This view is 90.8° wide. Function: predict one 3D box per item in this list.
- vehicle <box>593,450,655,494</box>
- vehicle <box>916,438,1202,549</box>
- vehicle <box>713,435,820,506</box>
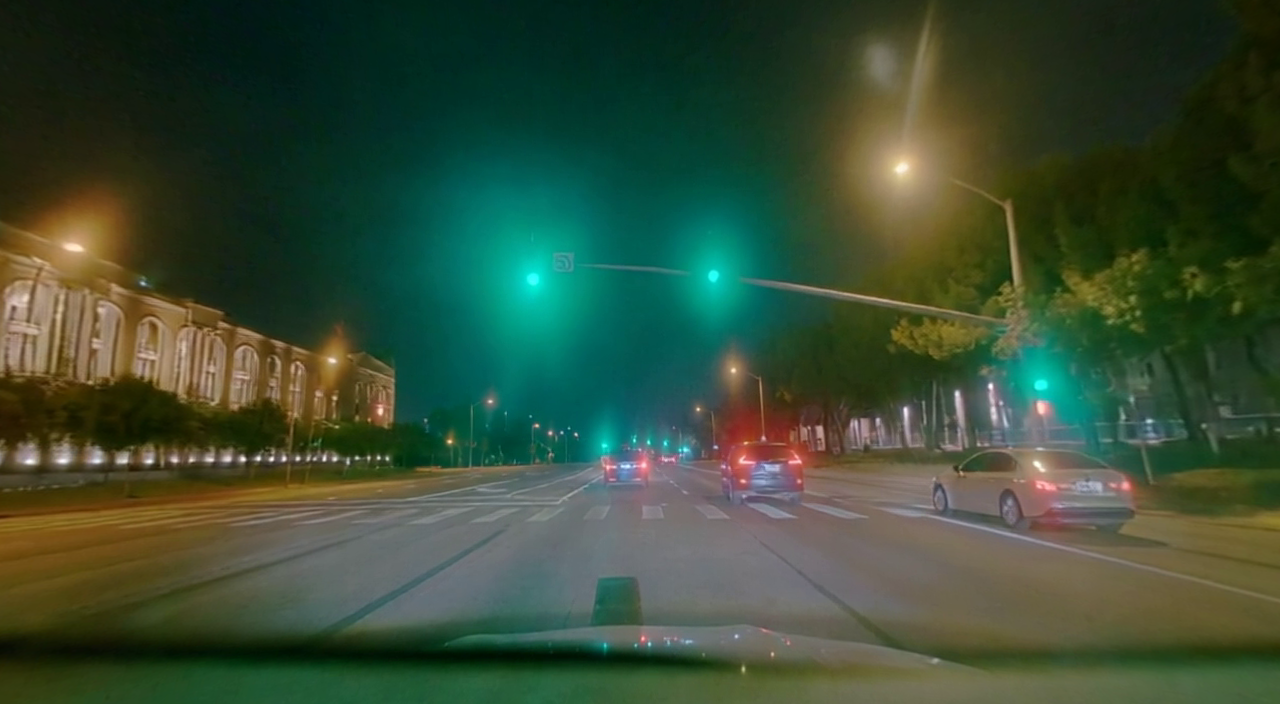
[{"bbox_3d":[-0.573,4.326,23.167,2.054,1.446,3.969,0,-9,-1],"label":"vehicle"},{"bbox_3d":[6.666,2.263,10.799,1.868,1.472,4.274,0,-9,-1],"label":"vehicle"},{"bbox_3d":[3.408,3.297,17.989,2.036,1.757,4.300,0,-9,-2],"label":"vehicle"}]
